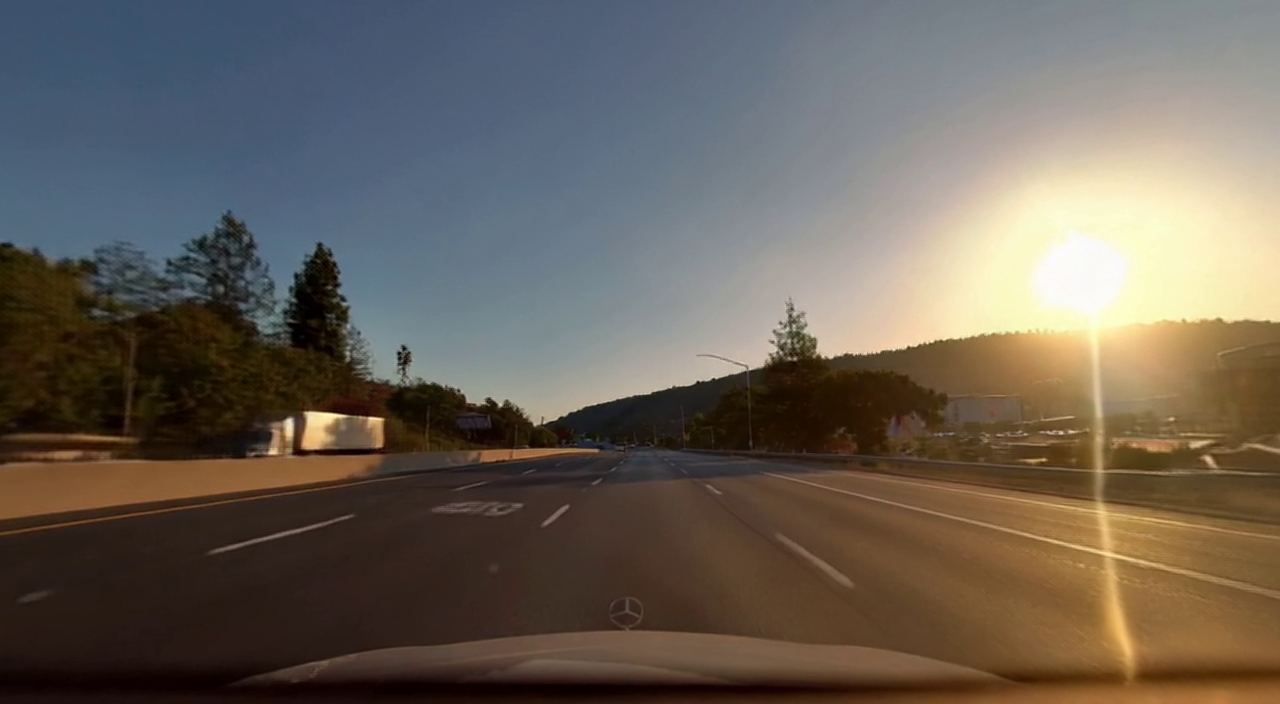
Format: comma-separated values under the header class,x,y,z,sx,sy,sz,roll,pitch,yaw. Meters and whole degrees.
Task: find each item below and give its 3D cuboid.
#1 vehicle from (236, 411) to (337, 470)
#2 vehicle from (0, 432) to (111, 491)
class,x,y,z,sx,sy,sz,roll,pitch,yaw
vehicle,-25.908,6.608,46.831,2.987,3.999,7.547,0,-8,0
vehicle,-21.879,3.719,21.668,2.217,1.903,5.916,0,-8,0
